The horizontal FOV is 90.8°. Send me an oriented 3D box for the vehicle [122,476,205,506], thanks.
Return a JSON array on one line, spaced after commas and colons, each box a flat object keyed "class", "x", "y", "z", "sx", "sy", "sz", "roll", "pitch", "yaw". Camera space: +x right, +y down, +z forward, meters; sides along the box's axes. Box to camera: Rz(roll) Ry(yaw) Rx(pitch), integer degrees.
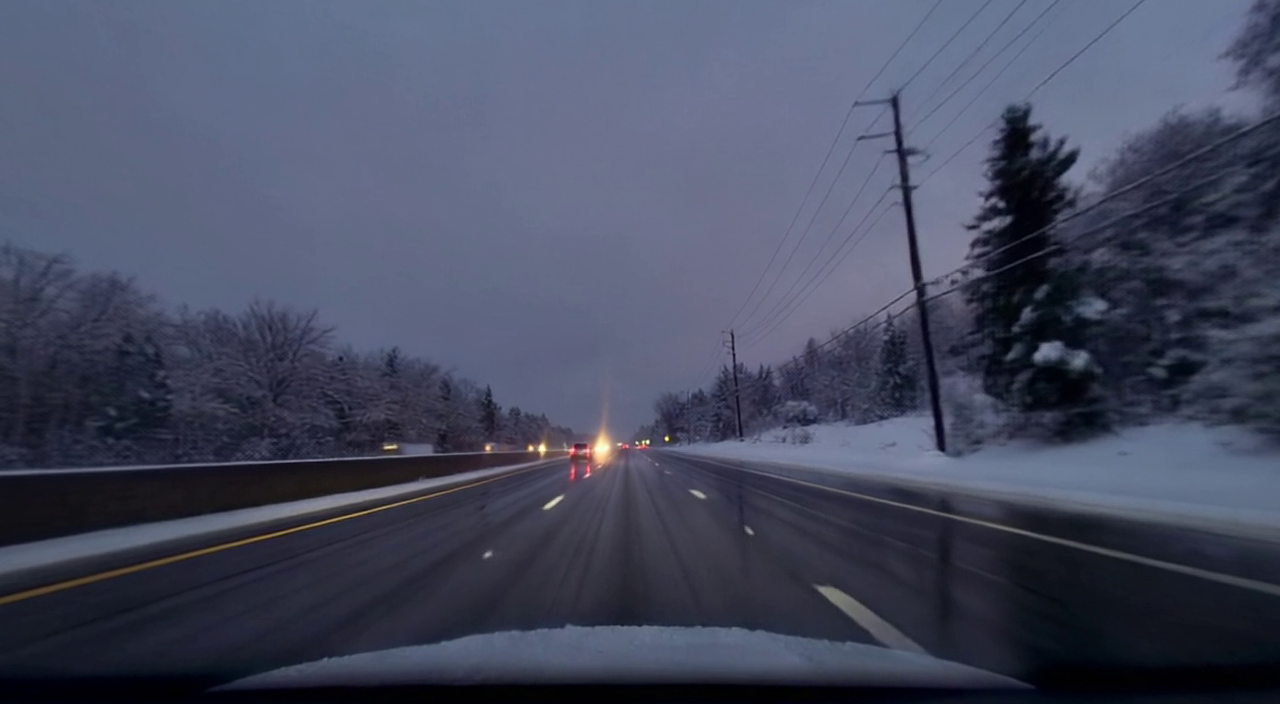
[{"class": "vehicle", "x": -33.105, "y": 9.677, "z": 44.111, "sx": 2.011, "sy": 1.695, "sz": 4.909, "roll": 0, "pitch": -8, "yaw": -1}]
